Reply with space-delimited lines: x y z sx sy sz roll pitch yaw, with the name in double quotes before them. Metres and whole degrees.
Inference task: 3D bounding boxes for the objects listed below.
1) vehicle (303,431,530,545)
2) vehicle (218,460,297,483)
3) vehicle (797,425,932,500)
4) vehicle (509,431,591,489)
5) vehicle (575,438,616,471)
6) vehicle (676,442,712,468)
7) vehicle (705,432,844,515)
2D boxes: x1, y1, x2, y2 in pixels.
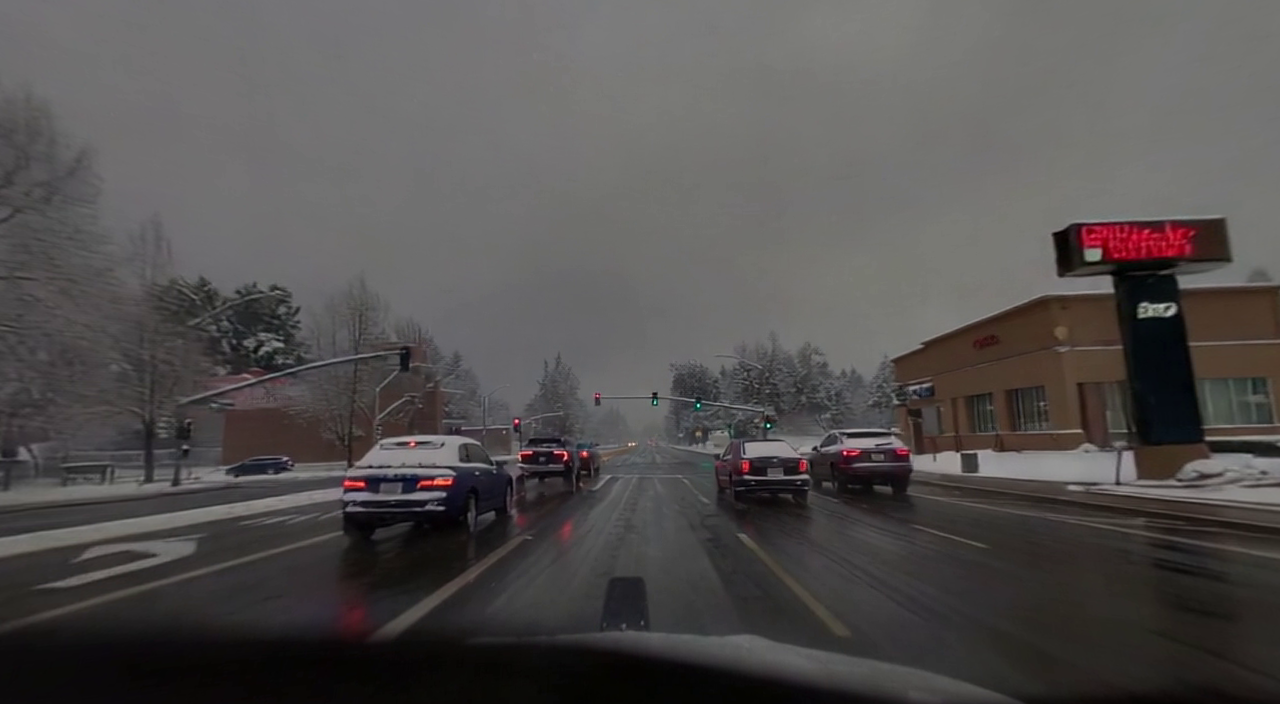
"vehicle" -3.402 2.172 10.788 2.087 1.494 4.626 -1 -9 1
"vehicle" -30.153 9.425 49.810 5.026 1.630 1.832 3 -9 -23
"vehicle" 5.875 2.954 17.186 1.979 1.738 4.418 0 -9 -1
"vehicle" -3.075 3.811 22.599 2.187 1.825 4.621 0 -9 1
"vehicle" -2.676 6.283 38.863 2.140 1.868 4.675 0 -9 1
"vehicle" 3.494 6.781 41.603 2.030 1.628 4.080 0 -9 0
"vehicle" 2.708 2.566 13.787 2.004 1.512 4.206 0 -9 -1
